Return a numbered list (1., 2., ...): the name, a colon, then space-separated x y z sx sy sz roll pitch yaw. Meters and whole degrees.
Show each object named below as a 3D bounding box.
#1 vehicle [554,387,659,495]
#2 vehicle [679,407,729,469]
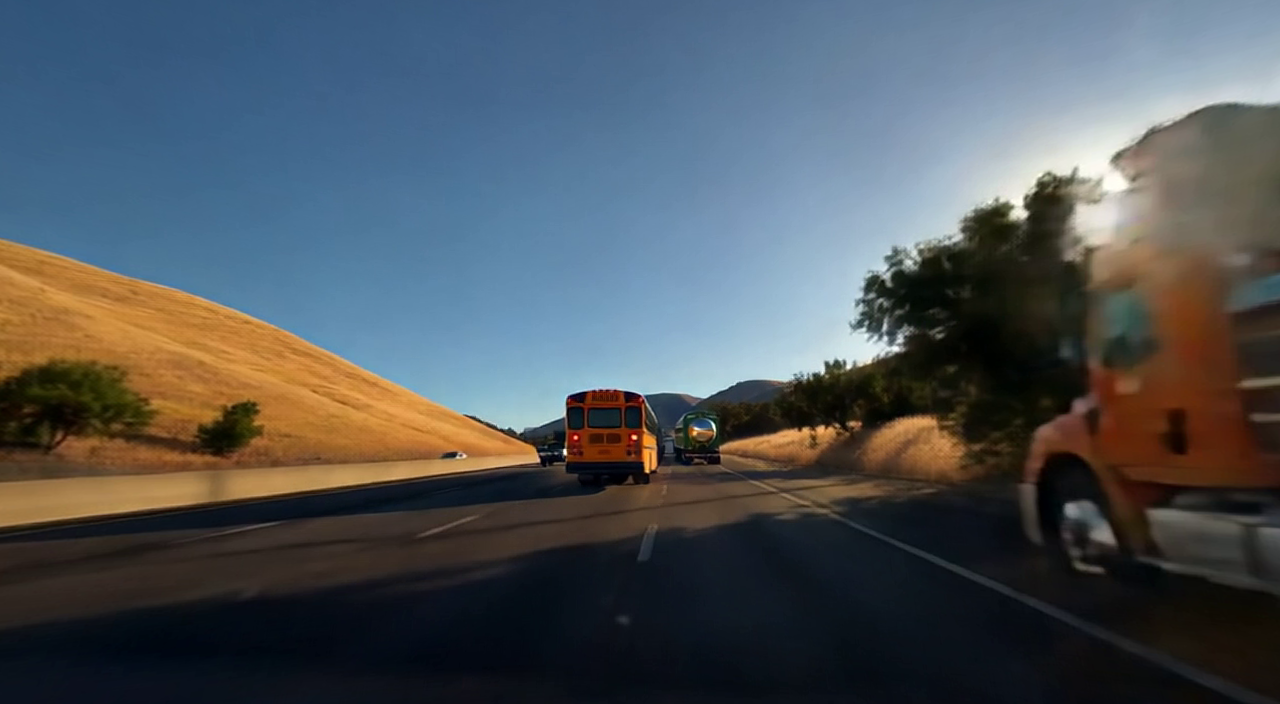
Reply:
1. vehicle: -0.869 3.465 24.503 2.948 3.265 10.569 0 -8 3
2. vehicle: 4.104 5.774 41.744 2.716 3.705 7.018 0 -9 1
